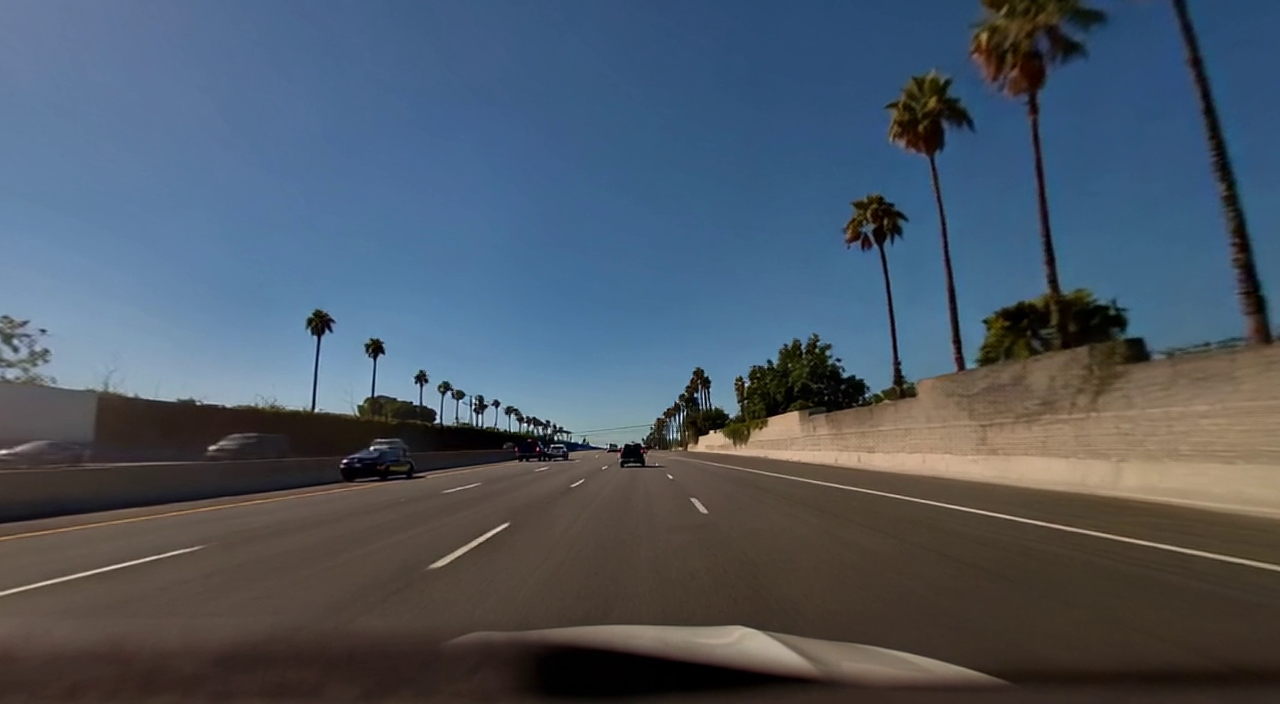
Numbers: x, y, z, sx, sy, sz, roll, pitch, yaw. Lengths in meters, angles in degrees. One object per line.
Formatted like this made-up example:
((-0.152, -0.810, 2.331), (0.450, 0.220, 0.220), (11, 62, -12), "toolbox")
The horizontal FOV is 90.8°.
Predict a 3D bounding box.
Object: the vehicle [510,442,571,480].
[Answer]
((-4.694, 5.209, 30.410), (2.204, 1.677, 4.438), (0, -8, 0), "vehicle")

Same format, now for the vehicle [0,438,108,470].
((-28.993, 4.973, 30.991), (1.846, 1.427, 4.505), (0, -8, 1), "vehicle")

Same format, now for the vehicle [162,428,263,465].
((-17.920, 3.994, 26.702), (1.774, 1.453, 3.552), (0, -8, -1), "vehicle")

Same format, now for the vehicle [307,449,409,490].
((-11.381, 4.760, 25.946), (1.946, 1.473, 4.763), (0, -8, 1), "vehicle")

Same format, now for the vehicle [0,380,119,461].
((-32.944, 3.142, 29.546), (2.883, 3.957, 16.802), (0, -9, 0), "vehicle")

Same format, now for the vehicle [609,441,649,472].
((-0.650, 6.013, 36.530), (2.201, 1.672, 4.128), (0, -8, -1), "vehicle")
